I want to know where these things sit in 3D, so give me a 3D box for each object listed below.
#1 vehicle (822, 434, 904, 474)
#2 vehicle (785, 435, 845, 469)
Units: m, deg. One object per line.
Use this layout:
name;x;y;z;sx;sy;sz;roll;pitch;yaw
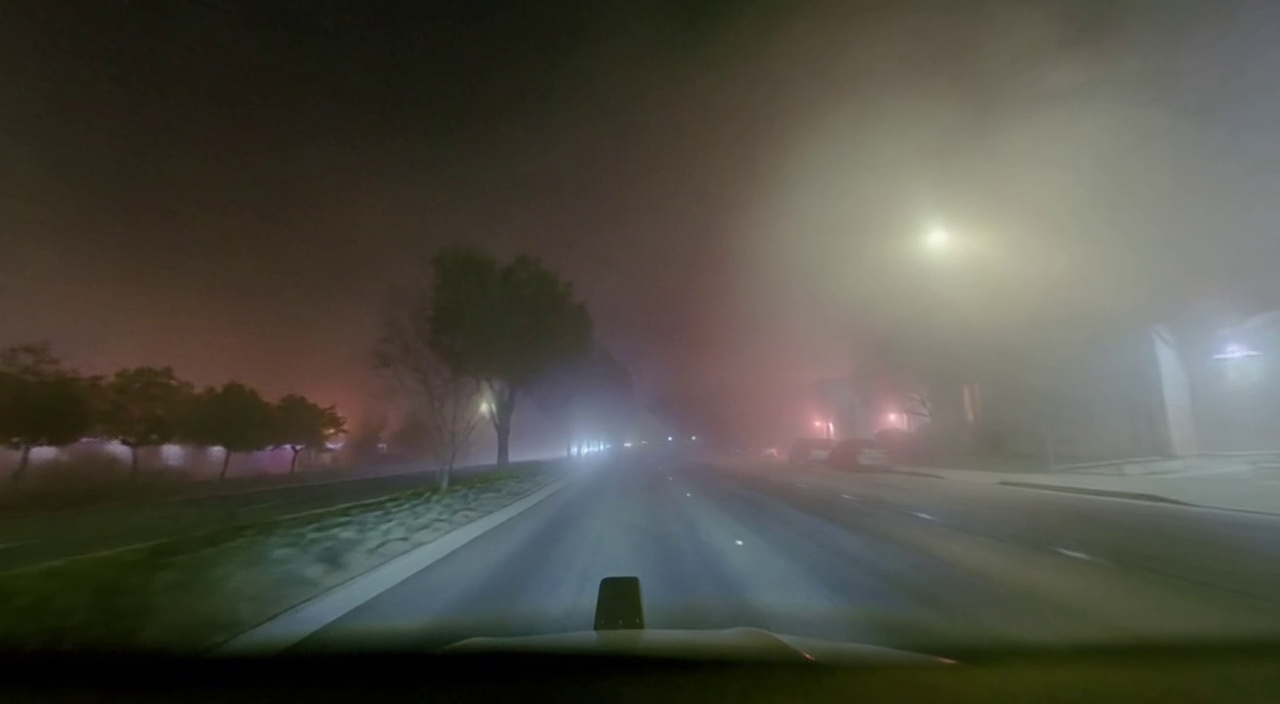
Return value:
vehicle;9.926;4.572;28.518;1.984;1.672;4.262;0;-9;-2
vehicle;9.806;5.650;35.821;2.037;1.732;4.530;0;-9;-1
